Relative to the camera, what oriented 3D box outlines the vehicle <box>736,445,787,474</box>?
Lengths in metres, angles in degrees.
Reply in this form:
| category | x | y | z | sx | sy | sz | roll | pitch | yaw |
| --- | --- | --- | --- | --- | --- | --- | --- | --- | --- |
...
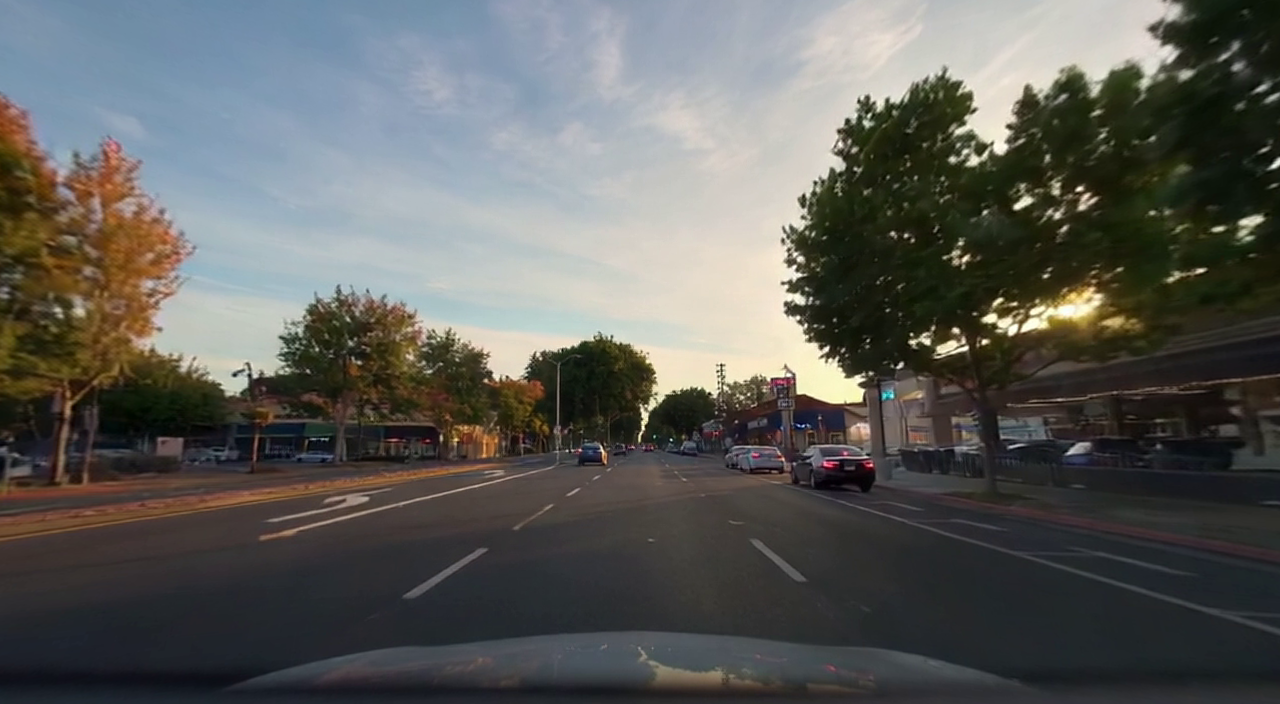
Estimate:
| category | x | y | z | sx | sy | sz | roll | pitch | yaw |
| --- | --- | --- | --- | --- | --- | --- | --- | --- | --- |
| vehicle | 6.837 | 6.049 | 35.903 | 1.869 | 1.516 | 4.767 | 0 | -8 | -1 |

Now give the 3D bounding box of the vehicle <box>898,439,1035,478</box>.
| category | x | y | z | sx | sy | sz | roll | pitch | yaw |
| --- | --- | --- | --- | --- | --- | --- | --- | --- | --- |
| vehicle | 12.813 | 4.187 | 24.878 | 4.357 | 1.463 | 1.915 | 1 | -8 | -4 |

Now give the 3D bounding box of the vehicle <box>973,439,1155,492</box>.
| category | x | y | z | sx | sy | sz | roll | pitch | yaw |
| --- | --- | --- | --- | --- | --- | --- | --- | --- | --- |
| vehicle | 12.667 | 3.395 | 19.053 | 4.119 | 1.501 | 1.809 | 0 | -8 | 2 |

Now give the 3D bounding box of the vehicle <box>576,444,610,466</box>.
| category | x | y | z | sx | sy | sz | roll | pitch | yaw |
| --- | --- | --- | --- | --- | --- | --- | --- | --- | --- |
| vehicle | -3.287 | 7.286 | 44.765 | 2.005 | 1.446 | 4.265 | 0 | -8 | 0 |

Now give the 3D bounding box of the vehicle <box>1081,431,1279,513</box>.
| category | x | y | z | sx | sy | sz | roll | pitch | yaw |
| --- | --- | --- | --- | --- | --- | --- | --- | --- | --- |
| vehicle | 12.730 | 2.566 | 13.804 | 4.597 | 1.643 | 1.932 | 0 | -7 | 2 |

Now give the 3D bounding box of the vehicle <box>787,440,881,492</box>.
| category | x | y | z | sx | sy | sz | roll | pitch | yaw |
| --- | --- | --- | --- | --- | --- | --- | --- | --- | --- |
| vehicle | 6.658 | 3.925 | 22.116 | 1.934 | 1.641 | 4.117 | 0 | -8 | 0 |
